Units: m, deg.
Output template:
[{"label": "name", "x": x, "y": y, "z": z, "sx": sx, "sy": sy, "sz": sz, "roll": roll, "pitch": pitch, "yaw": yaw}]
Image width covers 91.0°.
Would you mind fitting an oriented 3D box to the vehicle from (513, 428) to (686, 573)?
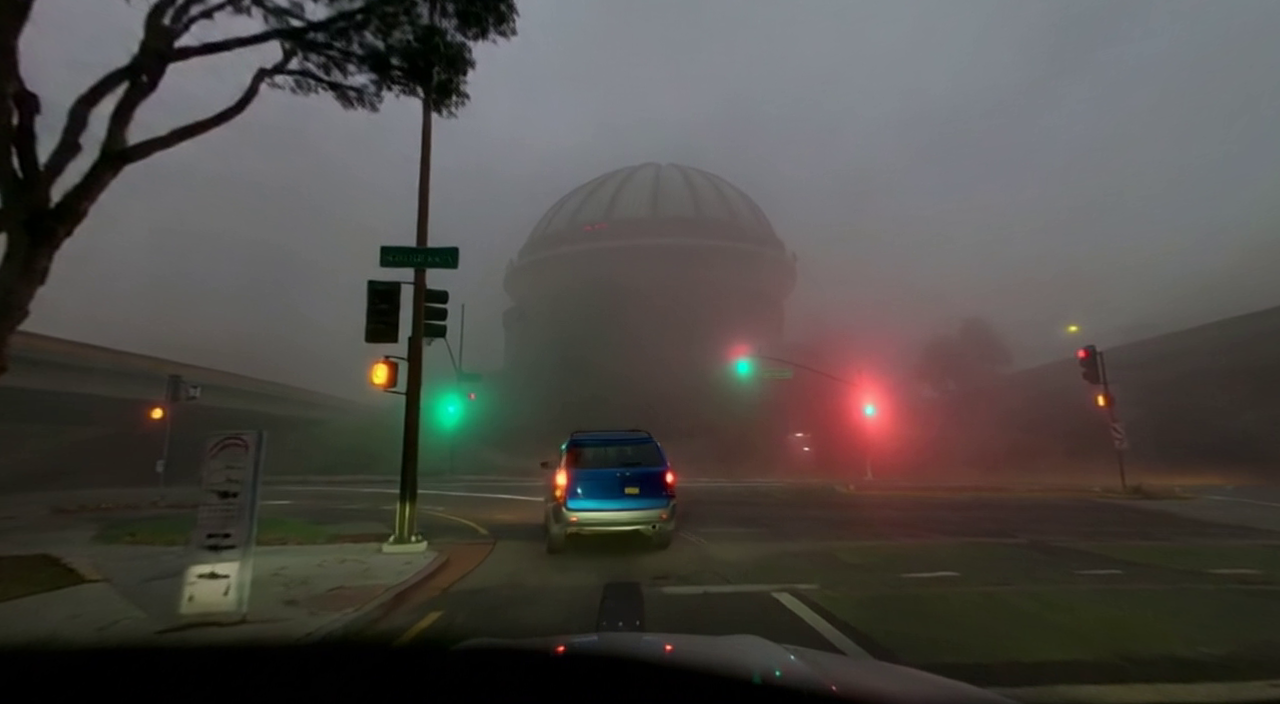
[{"label": "vehicle", "x": -0.785, "y": 1.969, "z": 9.074, "sx": 1.976, "sy": 1.584, "sz": 3.772, "roll": 2, "pitch": -9, "yaw": -11}]
